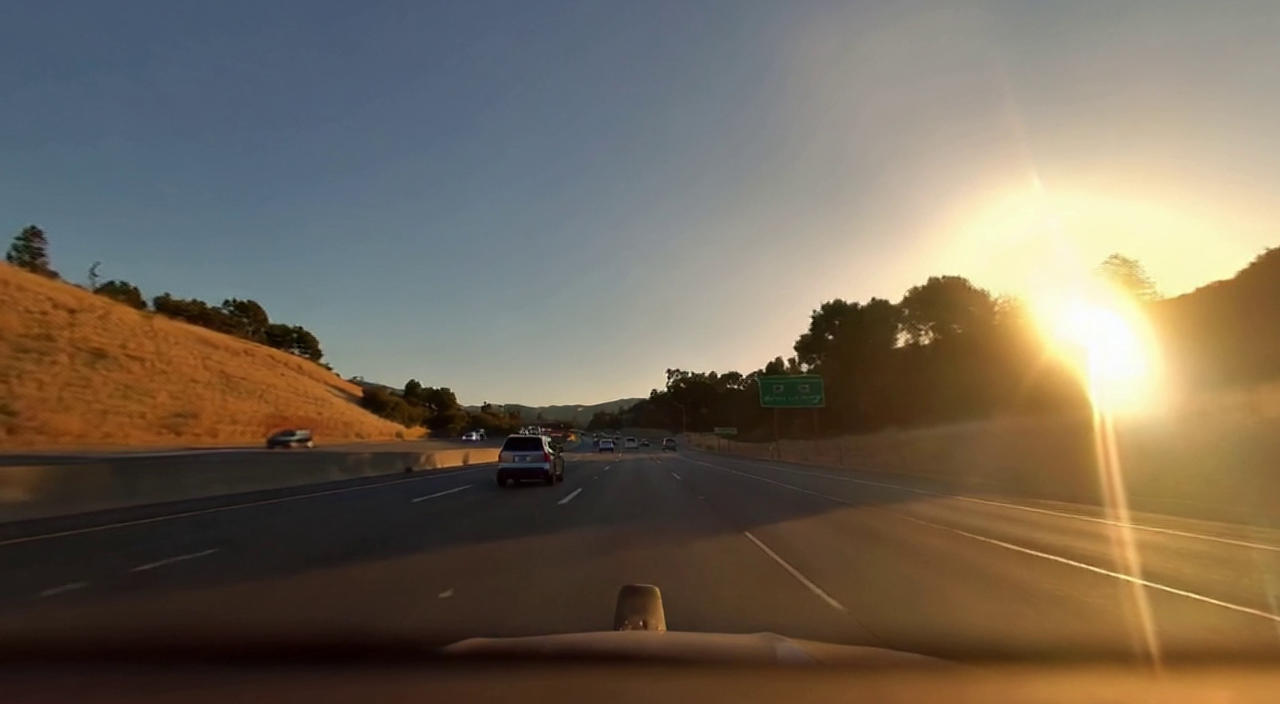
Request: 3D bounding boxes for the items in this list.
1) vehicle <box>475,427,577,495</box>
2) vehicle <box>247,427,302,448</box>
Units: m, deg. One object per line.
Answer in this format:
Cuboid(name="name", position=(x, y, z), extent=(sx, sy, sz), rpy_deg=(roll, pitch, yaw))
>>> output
Cuboid(name="vehicle", position=(-3.424, 3.409, 20.037), extent=(2.218, 1.848, 4.789), rpy_deg=(-1, -9, 1))
Cuboid(name="vehicle", position=(-28.448, 6.703, 49.191), extent=(1.845, 1.561, 3.894), rpy_deg=(-1, -9, 2))
